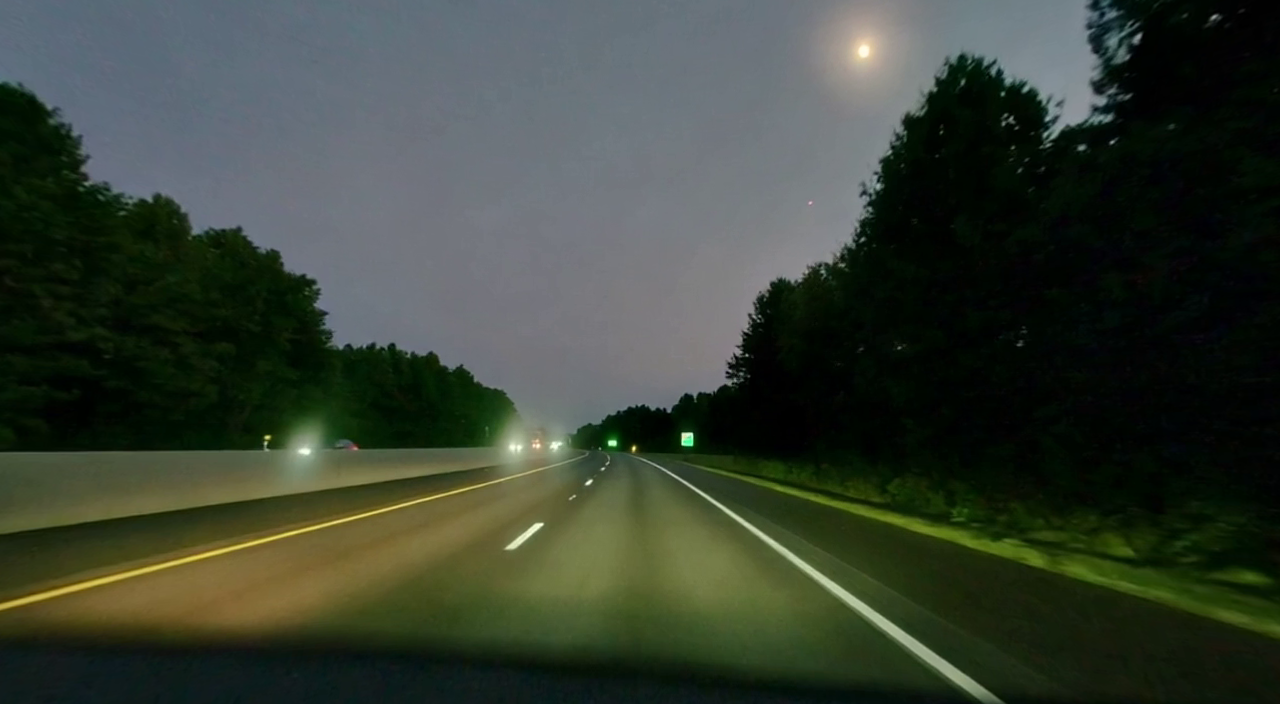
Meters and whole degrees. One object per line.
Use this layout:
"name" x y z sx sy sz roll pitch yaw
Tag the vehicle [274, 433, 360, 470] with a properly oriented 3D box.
"vehicle" -15.396 4.780 30.309 1.981 1.602 4.219 0 -9 -1
